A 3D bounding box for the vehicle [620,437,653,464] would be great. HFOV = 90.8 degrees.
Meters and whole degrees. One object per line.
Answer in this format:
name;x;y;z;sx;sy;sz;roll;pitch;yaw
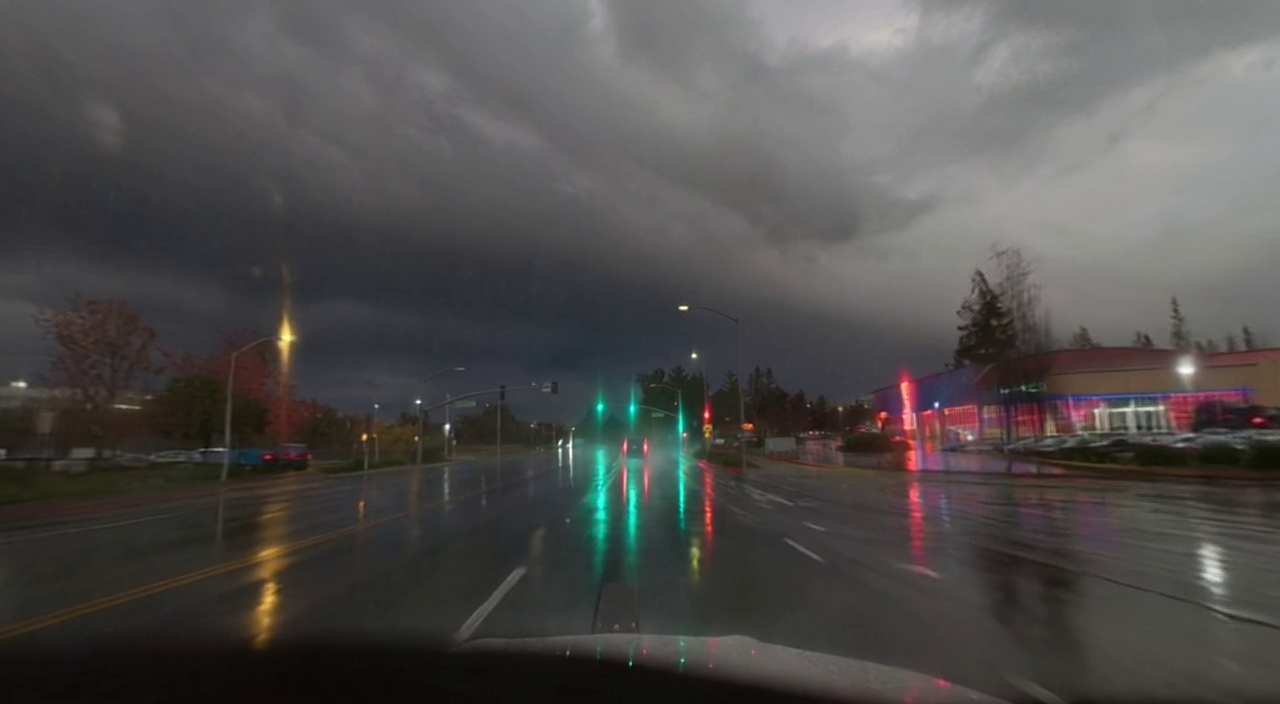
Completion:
vehicle;-0.228;6.398;41.239;2.024;1.628;4.774;0;-8;0
